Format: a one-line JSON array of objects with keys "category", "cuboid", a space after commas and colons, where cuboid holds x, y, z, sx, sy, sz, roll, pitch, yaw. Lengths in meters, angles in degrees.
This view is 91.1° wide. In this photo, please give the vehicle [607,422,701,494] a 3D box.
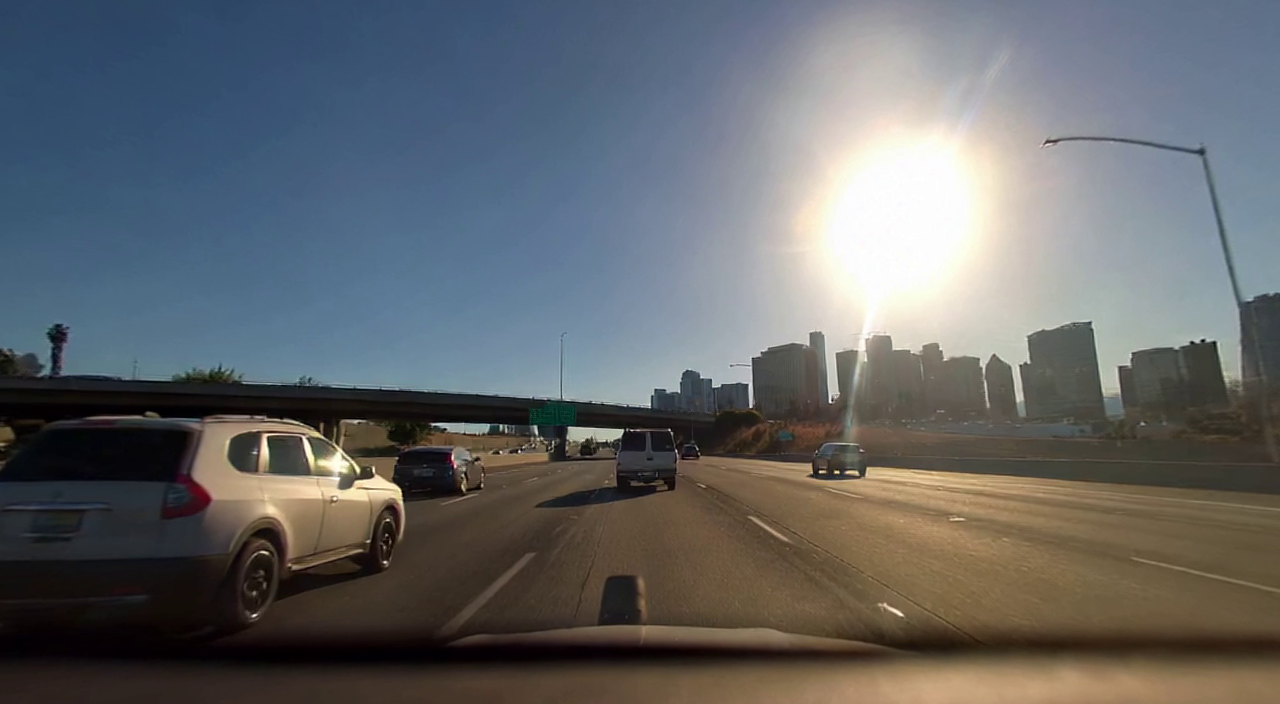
[{"category": "vehicle", "cuboid": [0.374, 3.540, 21.317, 2.732, 2.065, 5.826, 0, -9, -1]}]

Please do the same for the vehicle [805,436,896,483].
[{"category": "vehicle", "cuboid": [8.707, 4.493, 26.486, 2.133, 1.770, 4.537, 0, -9, -1]}]

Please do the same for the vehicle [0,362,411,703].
[{"category": "vehicle", "cuboid": [-3.558, 1.165, 4.653, 2.099, 1.640, 4.134, 0, -9, 1]}]
